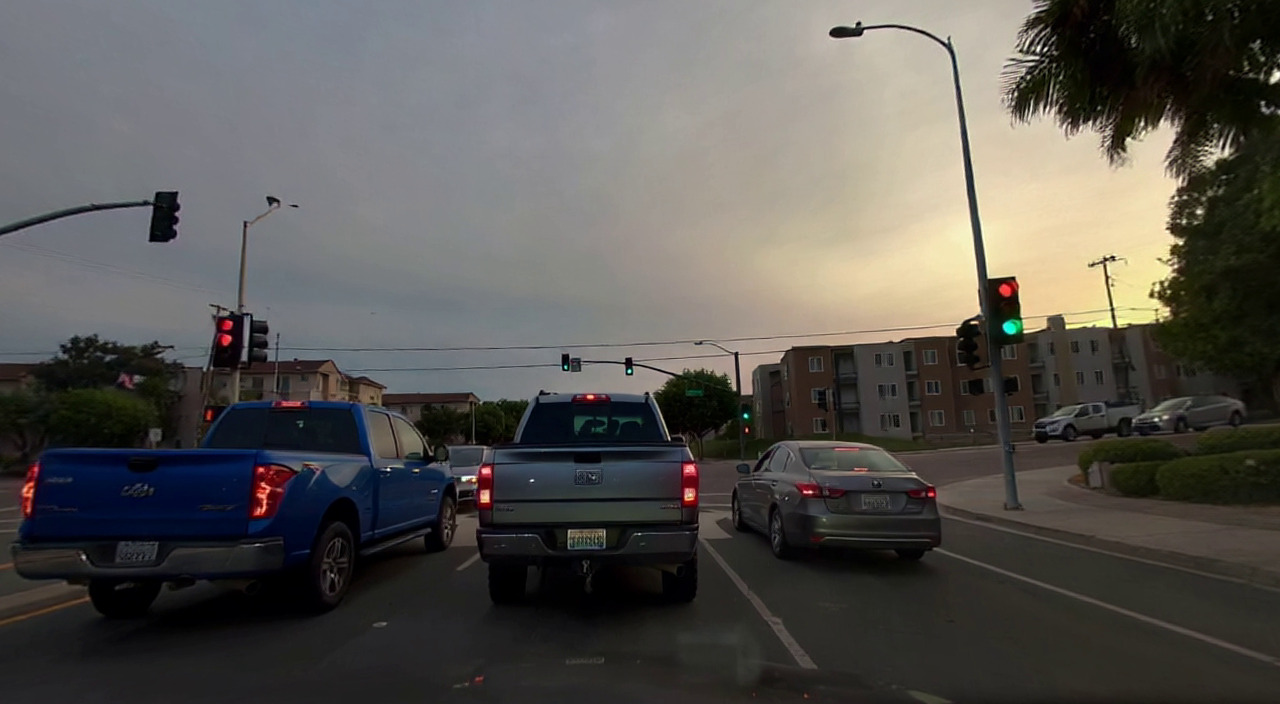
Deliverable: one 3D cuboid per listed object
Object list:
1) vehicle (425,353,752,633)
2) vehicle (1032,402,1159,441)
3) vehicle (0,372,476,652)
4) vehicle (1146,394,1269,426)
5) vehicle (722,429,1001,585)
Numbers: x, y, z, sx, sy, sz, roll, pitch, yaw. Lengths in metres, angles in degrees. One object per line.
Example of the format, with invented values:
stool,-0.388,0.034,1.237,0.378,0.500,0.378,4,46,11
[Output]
vehicle,-0.391,1.308,6.731,2.282,1.964,4.421,0,-9,-1
vehicle,23.303,3.596,32.470,4.721,1.866,2.188,0,-9,2
vehicle,-3.453,1.427,6.803,2.146,1.828,5.148,0,-9,-2
vehicle,29.278,3.038,32.678,4.540,1.543,1.803,0,-9,1
vehicle,2.415,1.814,8.283,2.016,1.481,4.336,0,-9,-1
